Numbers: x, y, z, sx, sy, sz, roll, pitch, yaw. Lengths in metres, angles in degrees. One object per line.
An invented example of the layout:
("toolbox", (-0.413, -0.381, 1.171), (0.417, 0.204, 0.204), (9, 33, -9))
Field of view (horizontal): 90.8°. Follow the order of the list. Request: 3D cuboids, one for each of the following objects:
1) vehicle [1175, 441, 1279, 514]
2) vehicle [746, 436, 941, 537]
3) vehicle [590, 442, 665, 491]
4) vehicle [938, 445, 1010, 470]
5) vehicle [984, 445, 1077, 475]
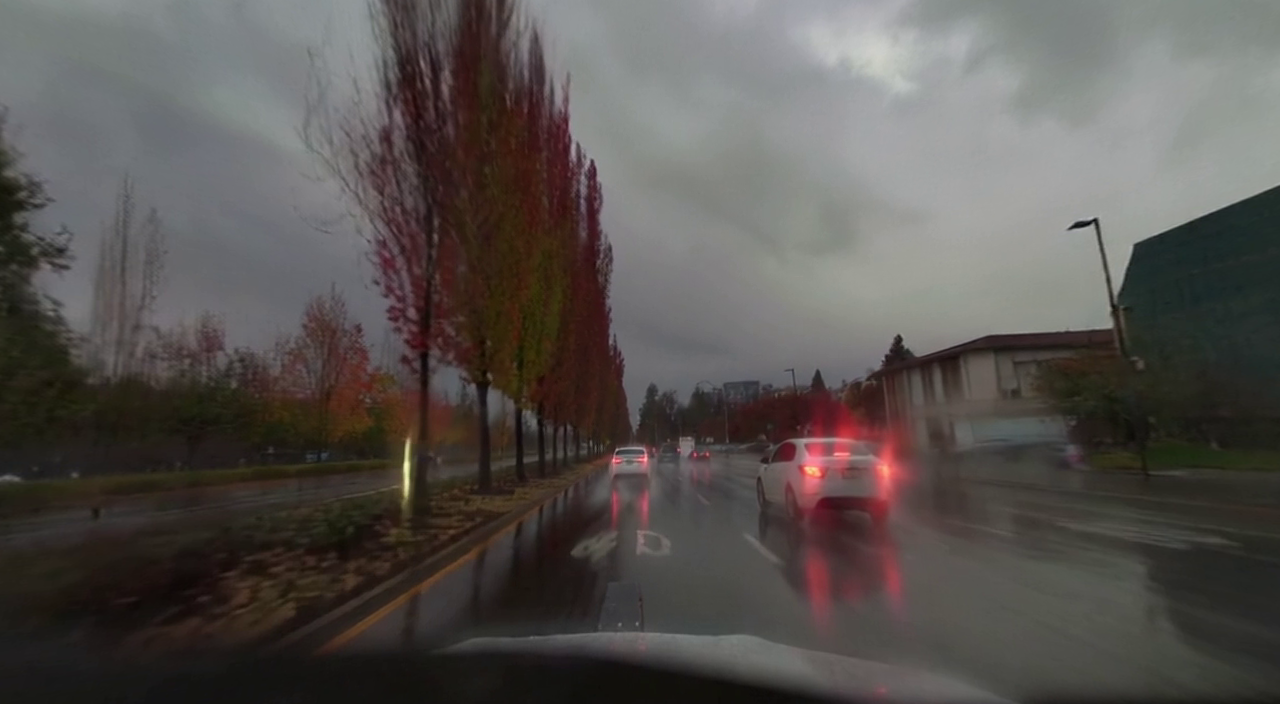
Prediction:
("vehicle", (14.502, 2.629, 13.166), (2.049, 1.521, 5.277), (0, -9, 0))
("vehicle", (3.405, 2.337, 11.640), (2.094, 1.480, 4.323), (0, -9, -1))
("vehicle", (-0.391, 3.845, 21.522), (2.289, 1.471, 4.477), (0, -9, -1))
("vehicle", (20.787, 6.571, 39.577), (1.890, 1.455, 4.592), (1, -9, -2))
("vehicle", (20.788, 5.745, 33.937), (1.890, 1.445, 4.805), (0, -9, -1))
